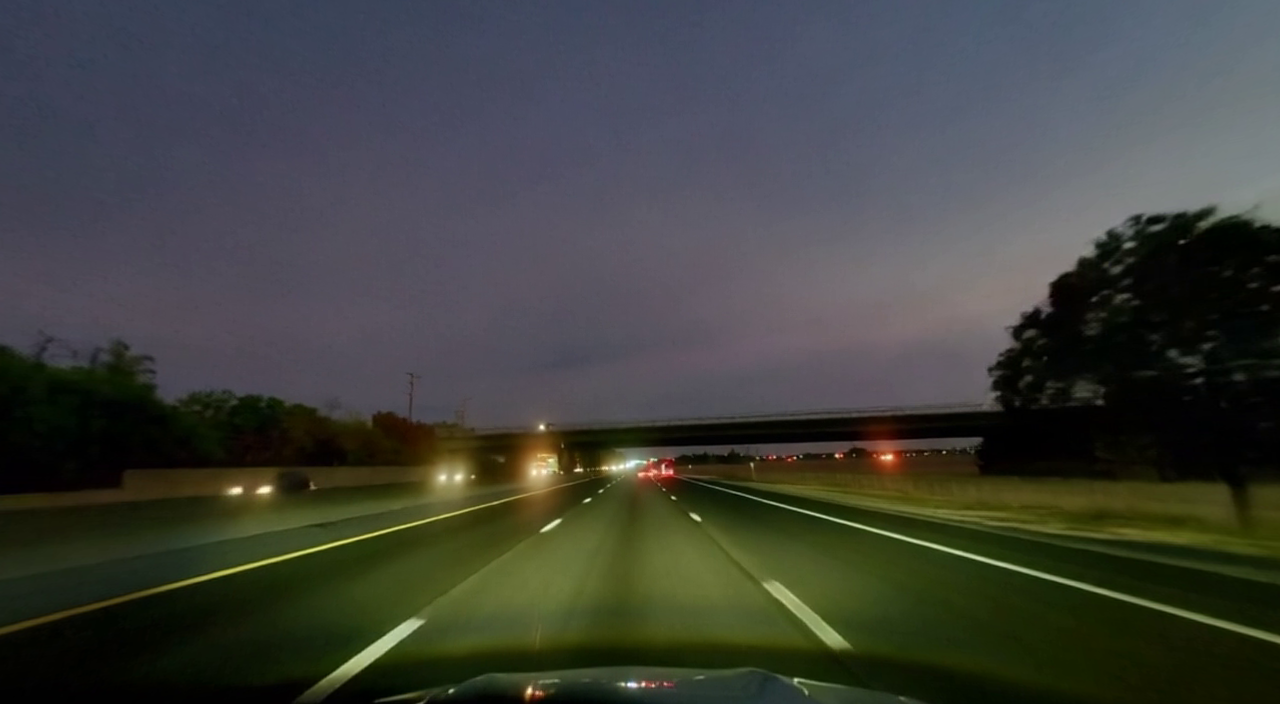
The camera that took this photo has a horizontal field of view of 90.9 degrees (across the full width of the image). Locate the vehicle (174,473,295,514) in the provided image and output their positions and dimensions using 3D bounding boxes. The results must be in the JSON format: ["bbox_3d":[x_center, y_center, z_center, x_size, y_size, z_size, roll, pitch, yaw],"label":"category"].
[{"bbox_3d":[-16.043,5.598,25.281,1.830,1.447,4.543,1,-11,0],"label":"vehicle"}]
